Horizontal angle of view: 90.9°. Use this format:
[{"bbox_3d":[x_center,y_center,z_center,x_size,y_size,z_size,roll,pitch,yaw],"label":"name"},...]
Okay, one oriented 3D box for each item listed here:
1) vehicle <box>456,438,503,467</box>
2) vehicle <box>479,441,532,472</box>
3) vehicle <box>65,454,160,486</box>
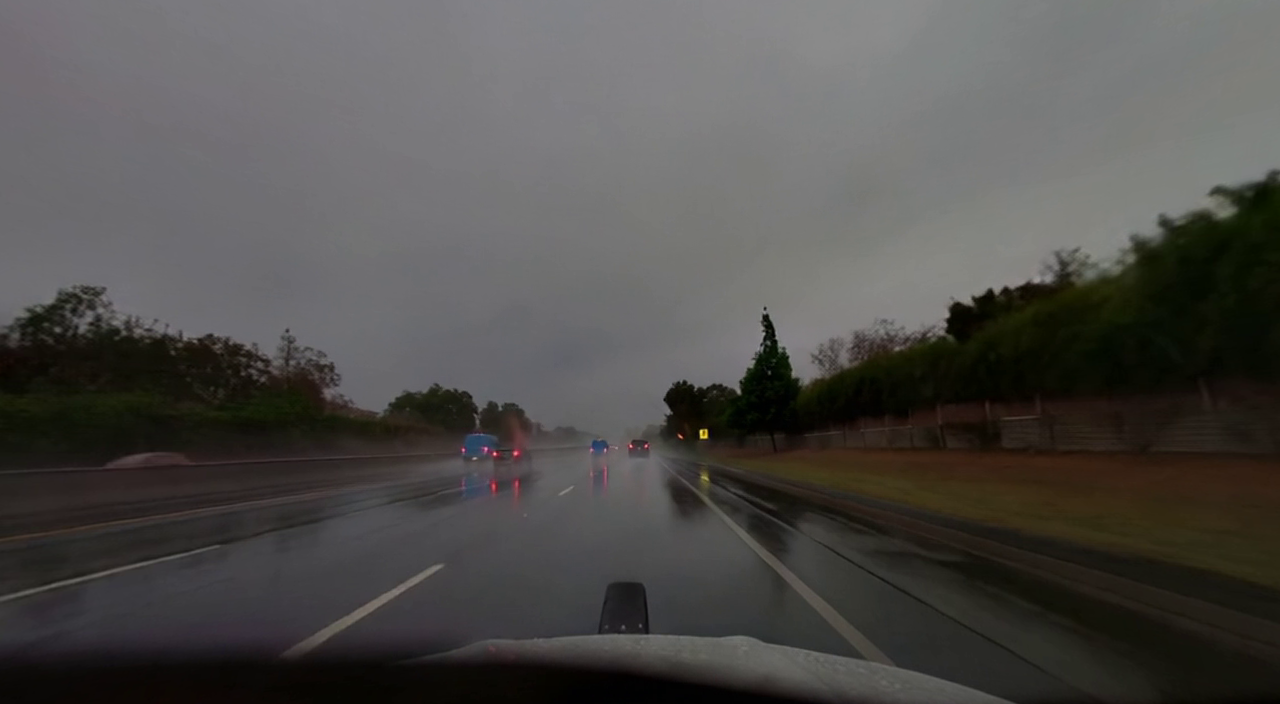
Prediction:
[{"bbox_3d":[-10.970,6.877,43.447,1.977,1.870,4.525,0,-8,0],"label":"vehicle"},{"bbox_3d":[-7.462,5.838,35.393,2.014,1.598,4.015,0,-8,1],"label":"vehicle"},{"bbox_3d":[-24.598,5.486,29.561,1.514,1.344,3.325,0,-8,1],"label":"vehicle"}]
